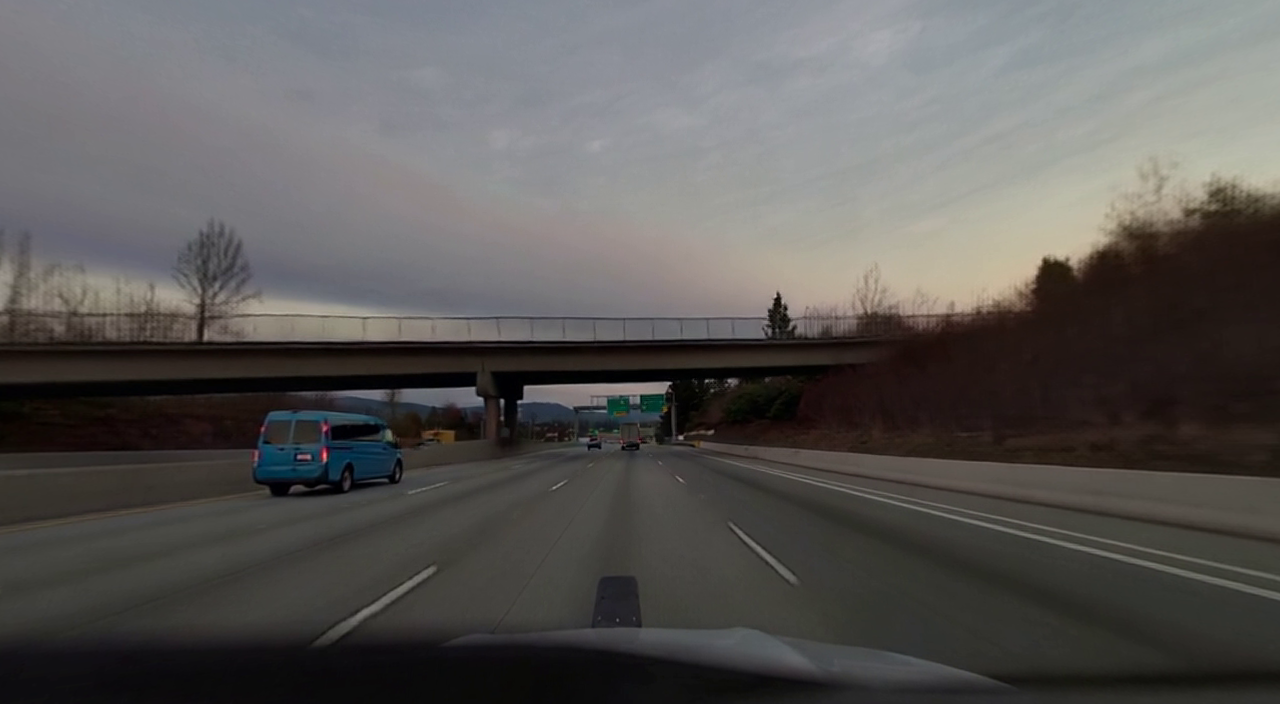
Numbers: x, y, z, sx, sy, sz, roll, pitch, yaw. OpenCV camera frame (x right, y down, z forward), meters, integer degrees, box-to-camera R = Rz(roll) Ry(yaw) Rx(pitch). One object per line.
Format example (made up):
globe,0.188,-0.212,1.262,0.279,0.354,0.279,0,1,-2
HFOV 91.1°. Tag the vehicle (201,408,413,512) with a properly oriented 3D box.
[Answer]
vehicle,-7.401,2.444,14.861,2.150,1.996,5.341,0,-8,-1

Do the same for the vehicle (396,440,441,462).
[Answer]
vehicle,-16.392,7.343,46.705,1.883,1.535,4.353,0,-8,-1
